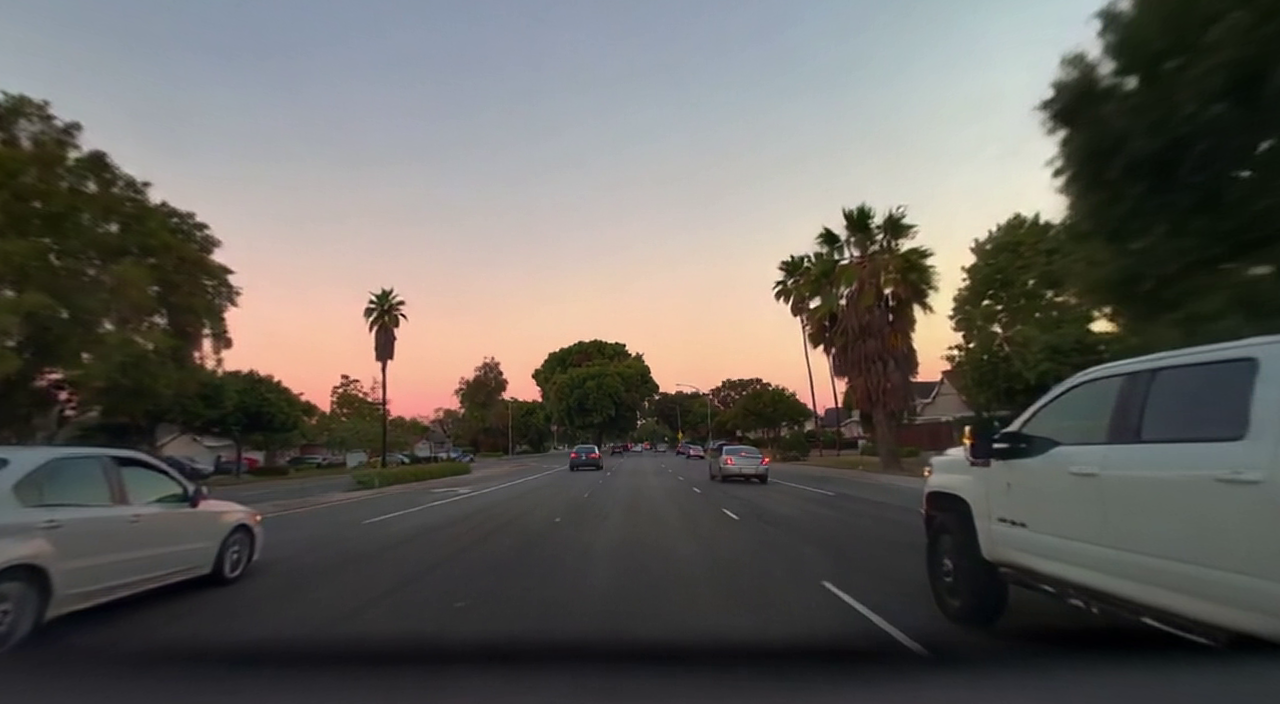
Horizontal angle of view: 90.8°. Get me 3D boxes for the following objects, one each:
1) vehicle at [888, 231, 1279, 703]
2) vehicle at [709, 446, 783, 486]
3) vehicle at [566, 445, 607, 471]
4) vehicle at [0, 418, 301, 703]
[{"bbox_3d":[3.422,0.682,2.611,2.478,2.030,5.723,0,-8,0],"label":"vehicle"},{"bbox_3d":[4.122,4.528,25.526,2.149,1.421,4.805,0,-8,0],"label":"vehicle"},{"bbox_3d":[-3.399,6.817,40.963,2.263,1.548,4.555,0,-8,0],"label":"vehicle"},{"bbox_3d":[-4.473,1.264,4.352,2.094,1.509,4.286,0,-8,-4],"label":"vehicle"}]
